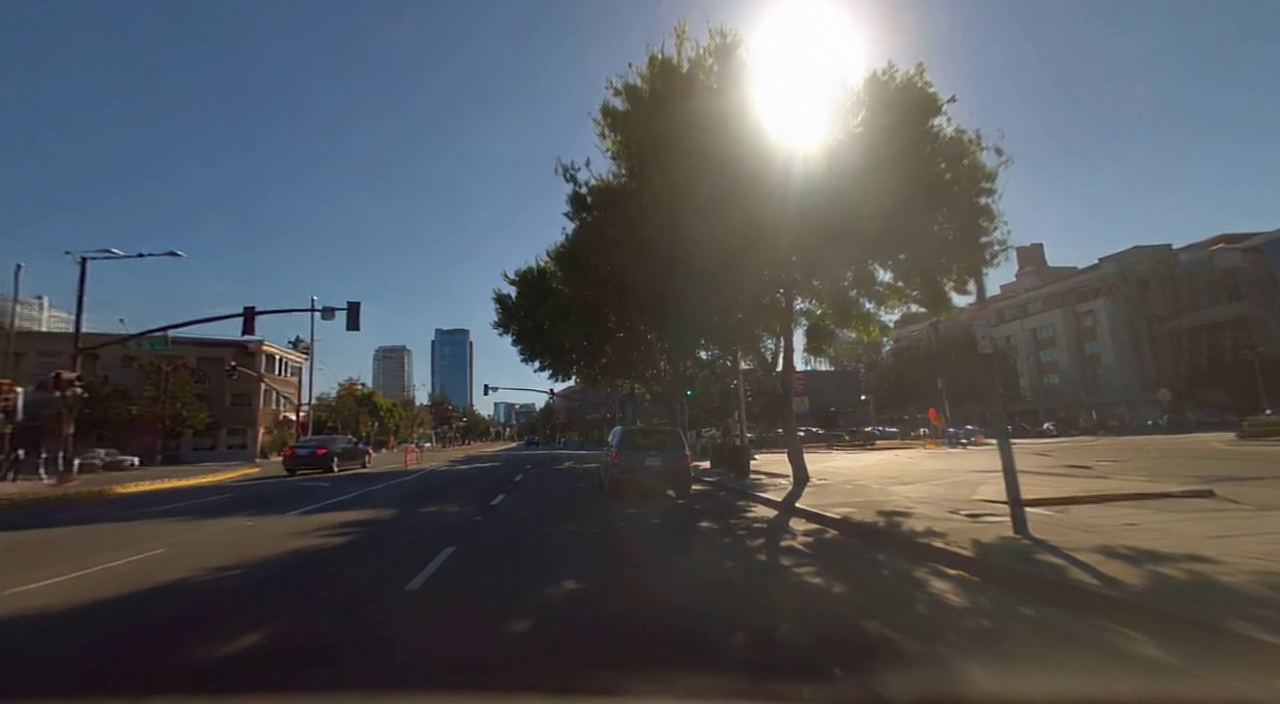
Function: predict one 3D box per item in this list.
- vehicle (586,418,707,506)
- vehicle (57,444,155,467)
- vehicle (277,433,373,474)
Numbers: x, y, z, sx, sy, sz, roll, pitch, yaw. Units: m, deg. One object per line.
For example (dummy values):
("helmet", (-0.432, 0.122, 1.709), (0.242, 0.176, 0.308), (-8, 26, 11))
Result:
("vehicle", (-0.039, 2.444, 14.461), (2.230, 1.683, 4.204), (1, -8, -7))
("vehicle", (-36.697, 7.083, 43.509), (4.692, 1.476, 1.992), (1, -8, -7))
("vehicle", (-12.193, 3.947, 24.817), (1.924, 1.458, 4.448), (1, -8, -6))
